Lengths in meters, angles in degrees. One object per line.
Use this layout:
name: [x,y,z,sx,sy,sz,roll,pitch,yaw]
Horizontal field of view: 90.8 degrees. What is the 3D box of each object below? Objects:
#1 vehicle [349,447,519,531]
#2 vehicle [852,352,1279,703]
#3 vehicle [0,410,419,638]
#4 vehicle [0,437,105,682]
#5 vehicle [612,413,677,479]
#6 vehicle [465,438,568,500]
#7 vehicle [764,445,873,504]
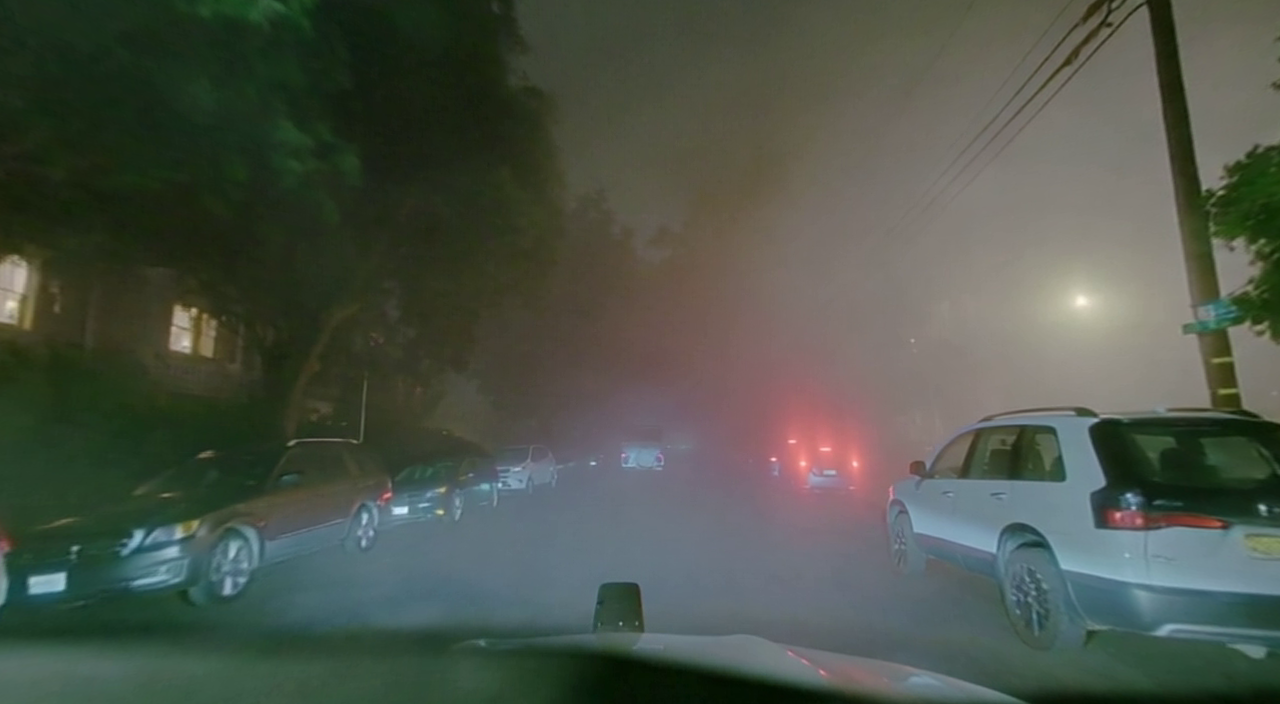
vehicle: [-4.211,2.856,13.899,1.861,1.474,4.749,-1,-8,4]
vehicle: [3.731,1.286,5.585,2.182,1.900,4.779,0,-8,2]
vehicle: [-4.749,1.757,7.673,2.203,1.815,4.972,0,-8,1]
vehicle: [-4.974,1.074,2.430,1.855,1.510,4.406,0,-8,2]
vehicle: [0.396,4.695,31.639,2.716,2.887,6.781,-1,-8,5]
vehicle: [-3.877,3.776,20.965,2.002,1.781,5.380,-1,-8,4]
vehicle: [4.917,3.404,18.047,1.813,1.468,4.267,0,-8,0]
